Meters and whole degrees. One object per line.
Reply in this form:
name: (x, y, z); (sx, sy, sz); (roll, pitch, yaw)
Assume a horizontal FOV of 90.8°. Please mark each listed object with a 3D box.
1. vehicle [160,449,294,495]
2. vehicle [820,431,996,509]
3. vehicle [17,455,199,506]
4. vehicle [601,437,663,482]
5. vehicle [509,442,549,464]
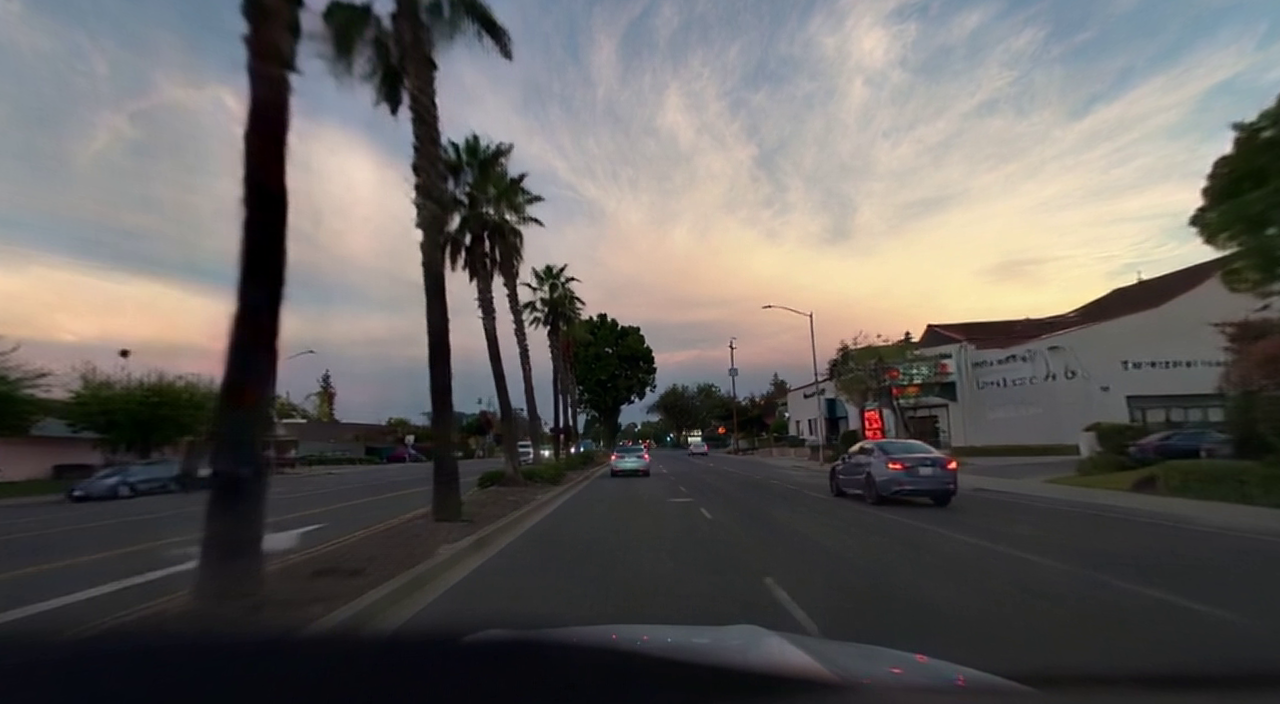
vehicle: (-14.986, 4.339, 23.274); (2.015, 1.509, 4.295); (0, -9, 0)
vehicle: (6.319, 2.842, 15.677); (2.244, 1.618, 4.585); (0, -9, -1)
vehicle: (-18.461, 4.420, 22.243); (1.968, 1.524, 4.390); (-3, -9, 20)
vehicle: (-0.308, 3.998, 23.734); (2.106, 1.496, 3.964); (0, -9, -1)
vehicle: (-8.367, 7.663, 48.137); (2.049, 1.543, 5.131); (0, -9, 0)
